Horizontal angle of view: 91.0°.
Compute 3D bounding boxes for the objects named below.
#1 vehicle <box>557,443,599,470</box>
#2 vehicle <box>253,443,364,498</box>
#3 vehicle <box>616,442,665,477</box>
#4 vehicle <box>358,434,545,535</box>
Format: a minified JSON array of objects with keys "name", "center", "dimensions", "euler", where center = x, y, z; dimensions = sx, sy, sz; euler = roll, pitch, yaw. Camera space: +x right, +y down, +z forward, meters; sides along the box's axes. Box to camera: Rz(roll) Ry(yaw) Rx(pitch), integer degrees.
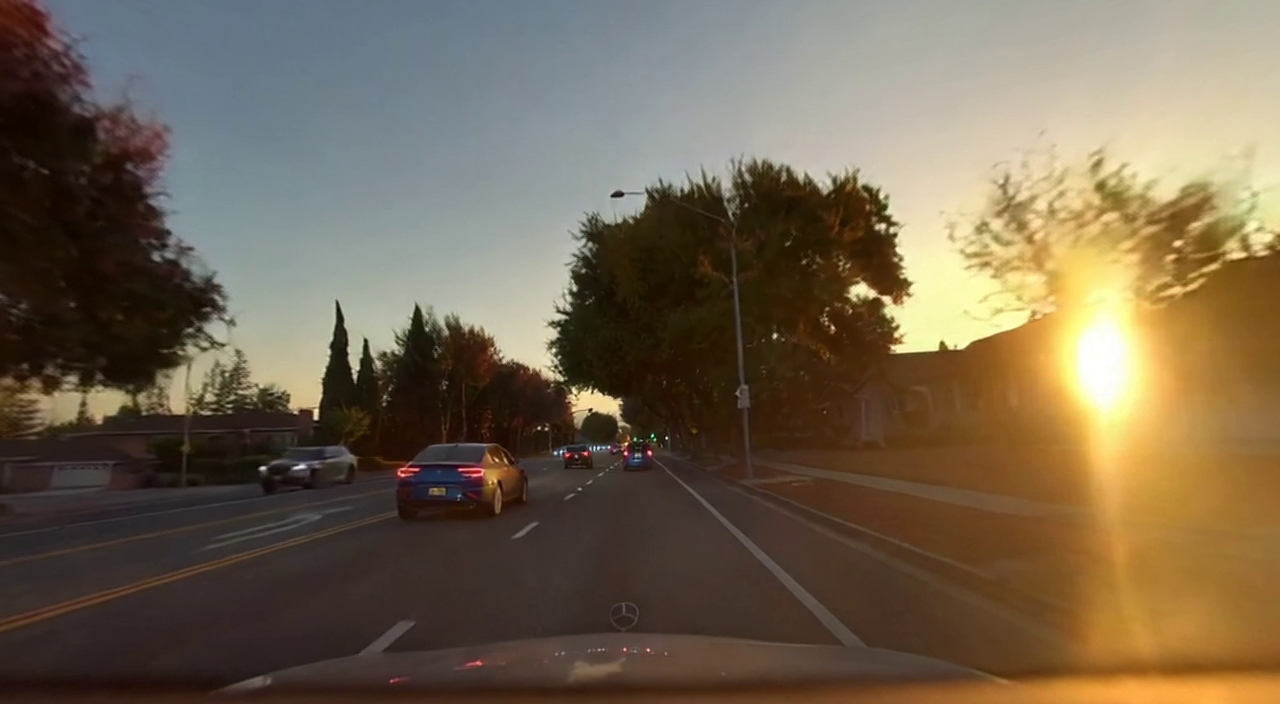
[{"name":"vehicle","center":[-3.623,6.223,37.491],"dimensions":[2.114,1.500,3.912],"euler":[0,-9,0]},{"name":"vehicle","center":[-12.950,4.607,24.964],"dimensions":[2.028,1.820,4.525],"euler":[-4,-9,-1]},{"name":"vehicle","center":[0.009,4.805,28.382],"dimensions":[2.065,1.456,4.099],"euler":[0,-9,0]},{"name":"vehicle","center":[-3.117,2.290,11.531],"dimensions":[2.030,1.467,4.403],"euler":[0,-9,0]}]
